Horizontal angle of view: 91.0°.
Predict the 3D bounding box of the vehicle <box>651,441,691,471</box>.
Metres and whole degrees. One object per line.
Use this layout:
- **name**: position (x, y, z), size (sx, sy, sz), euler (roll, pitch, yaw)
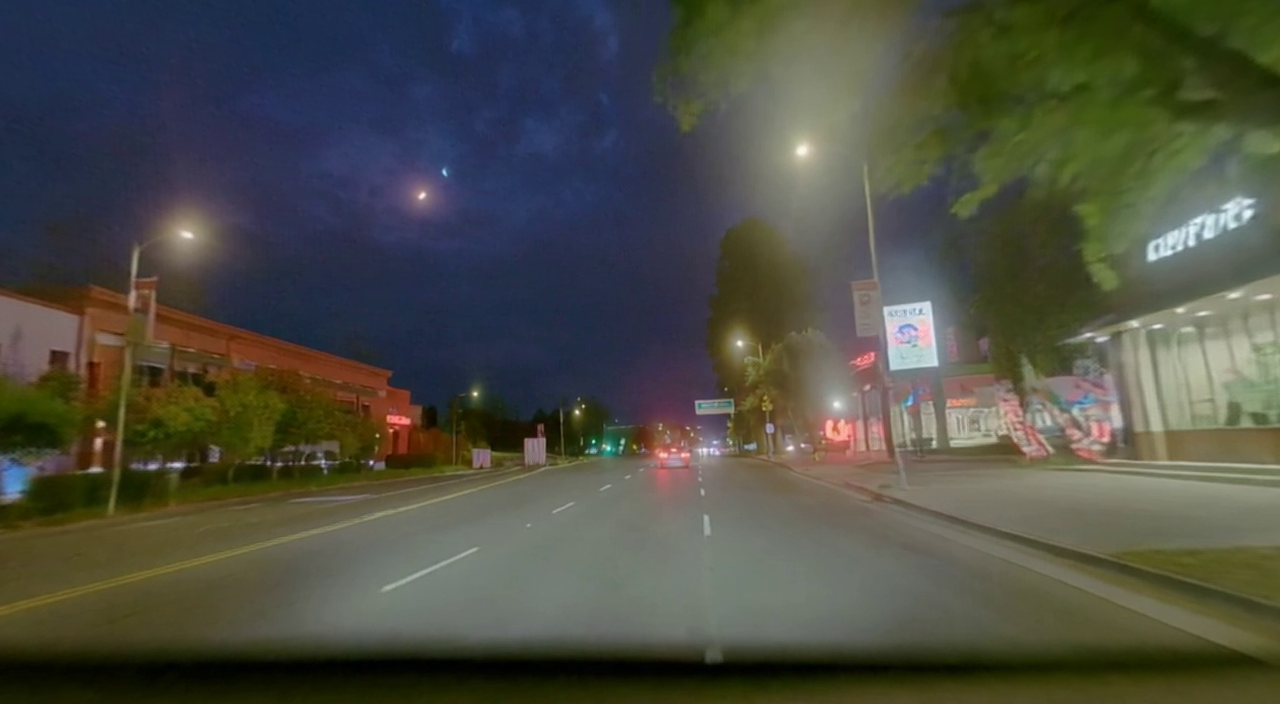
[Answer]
- **vehicle**: position (2.010, 6.520, 39.707), size (2.235, 1.719, 4.292), euler (0, -9, 6)
